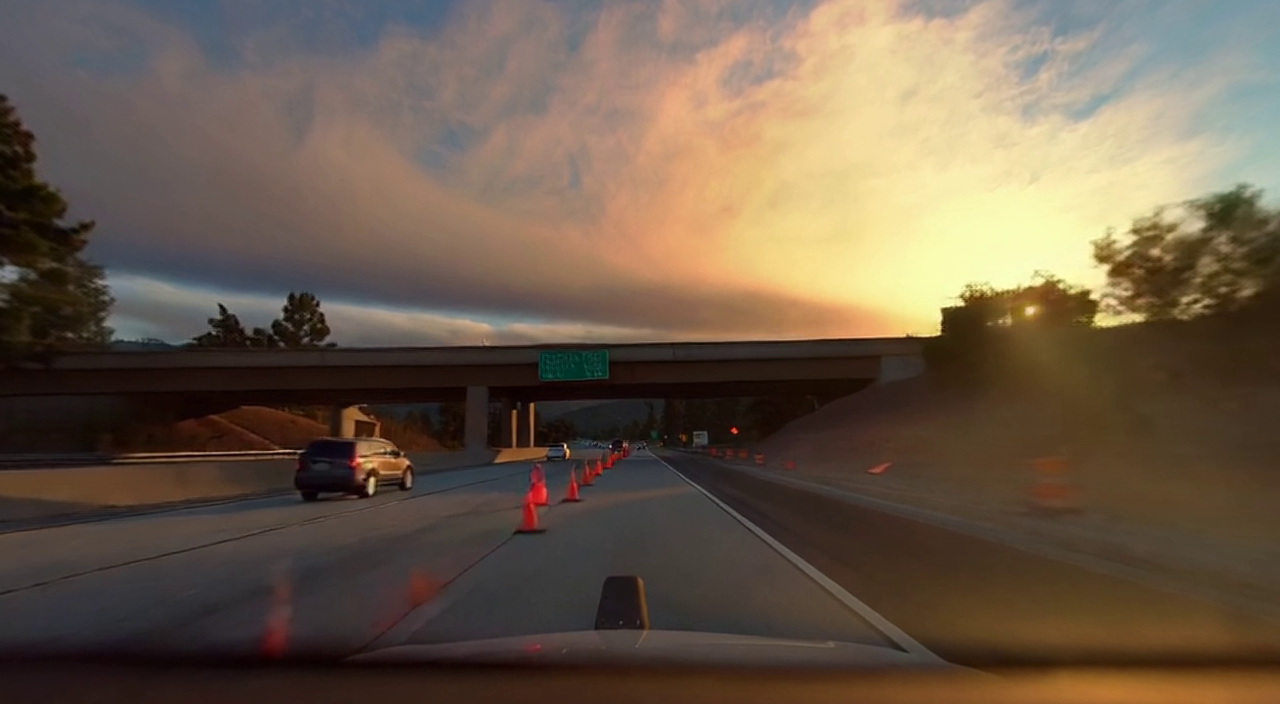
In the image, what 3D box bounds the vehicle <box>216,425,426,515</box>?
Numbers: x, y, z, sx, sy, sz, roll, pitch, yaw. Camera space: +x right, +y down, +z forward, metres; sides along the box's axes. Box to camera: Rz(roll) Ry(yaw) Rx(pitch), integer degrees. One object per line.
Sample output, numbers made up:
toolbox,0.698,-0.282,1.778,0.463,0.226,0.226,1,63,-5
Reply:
vehicle,-6.993,2.641,14.659,2.169,1.701,5.113,0,-8,0
